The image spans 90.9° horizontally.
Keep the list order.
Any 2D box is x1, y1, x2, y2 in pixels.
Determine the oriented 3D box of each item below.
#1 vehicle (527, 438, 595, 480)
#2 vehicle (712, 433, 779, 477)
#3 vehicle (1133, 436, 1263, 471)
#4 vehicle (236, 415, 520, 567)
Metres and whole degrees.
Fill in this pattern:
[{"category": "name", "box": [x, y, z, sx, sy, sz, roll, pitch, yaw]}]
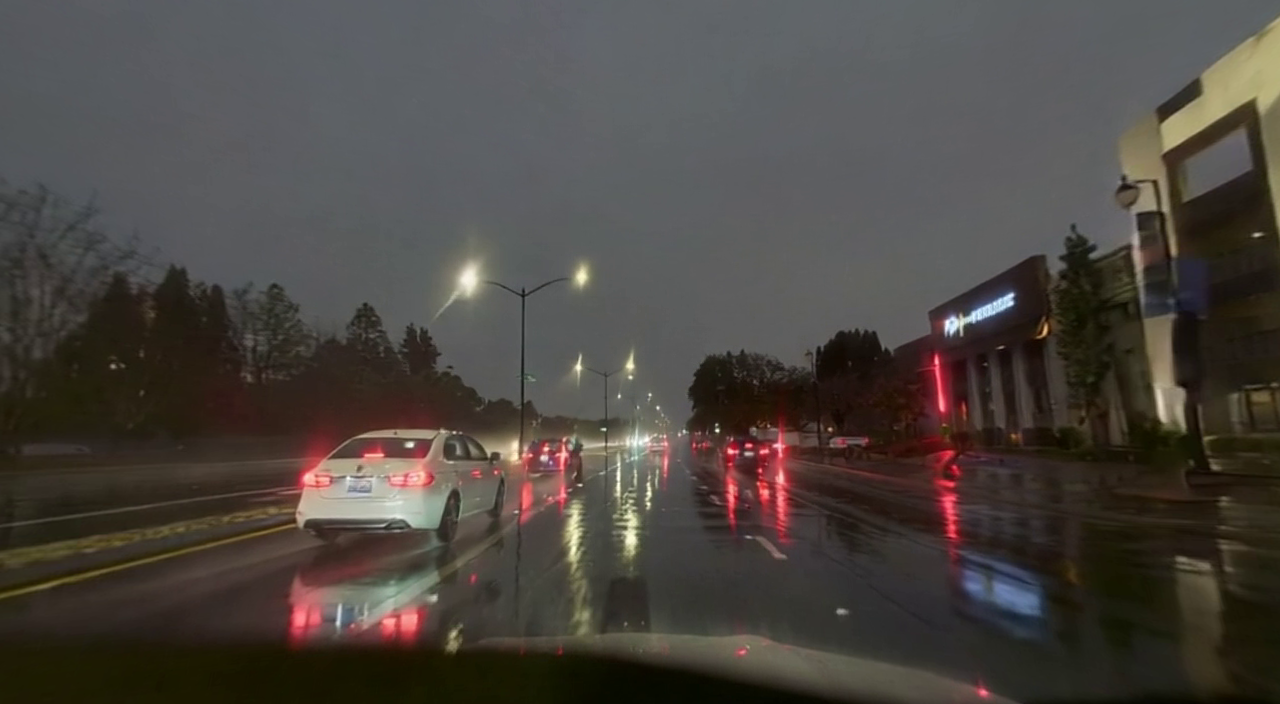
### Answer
[{"category": "vehicle", "box": [-2.951, 4.119, 24.495, 1.980, 1.454, 4.226, -1, -8, 2]}, {"category": "vehicle", "box": [4.345, 4.318, 26.657, 2.103, 1.699, 4.171, 0, -8, 0]}, {"category": "vehicle", "box": [29.089, 5.301, 33.002, 4.667, 1.674, 1.767, -1, -9, 13]}, {"category": "vehicle", "box": [-3.181, 1.790, 8.910, 2.118, 1.568, 4.436, 0, -8, 0]}]
